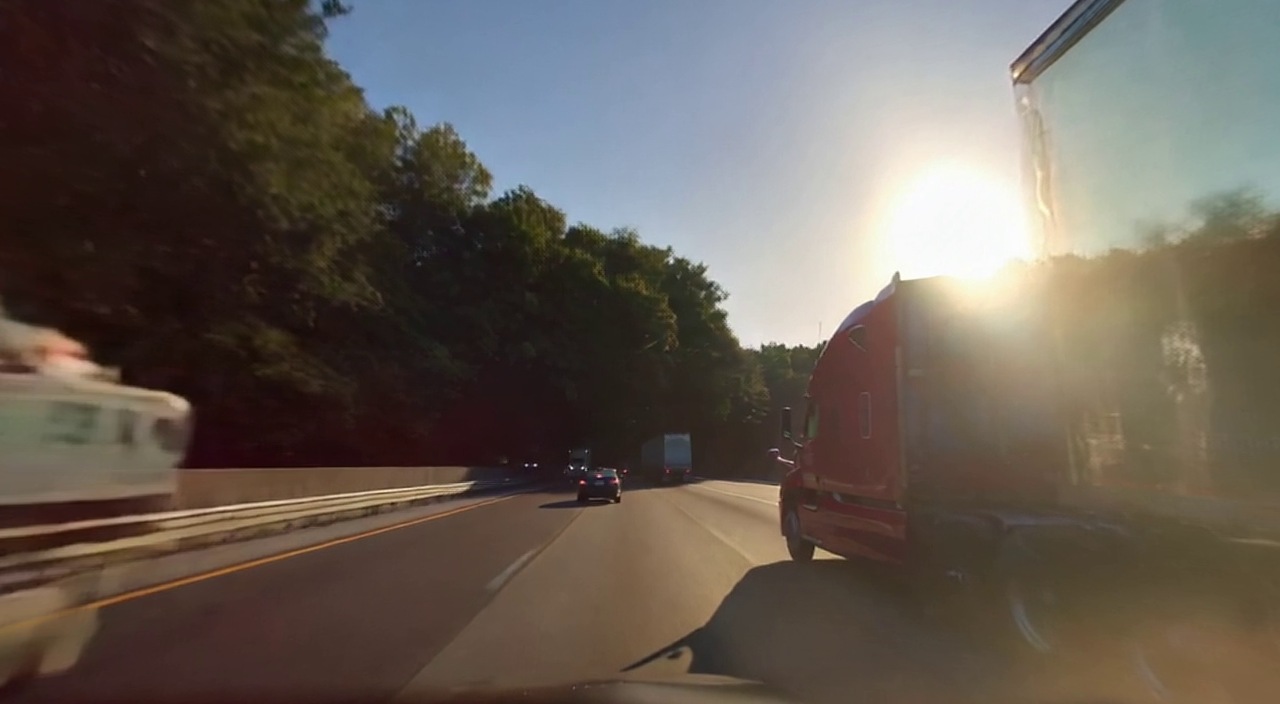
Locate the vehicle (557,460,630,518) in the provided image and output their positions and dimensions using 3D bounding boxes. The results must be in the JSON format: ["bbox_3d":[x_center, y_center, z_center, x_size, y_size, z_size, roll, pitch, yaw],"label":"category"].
[{"bbox_3d":[-1.332,4.253,19.939,2.010,1.580,4.949,1,-10,-1],"label":"vehicle"}]

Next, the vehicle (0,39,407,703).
[{"bbox_3d":[-4.819,0.461,5.140,2.905,3.400,8.002,1,-10,-2],"label":"vehicle"}]

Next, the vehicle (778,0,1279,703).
[{"bbox_3d":[3.867,0.059,3.322,2.856,4.040,14.009,1,-10,-1],"label":"vehicle"}]
